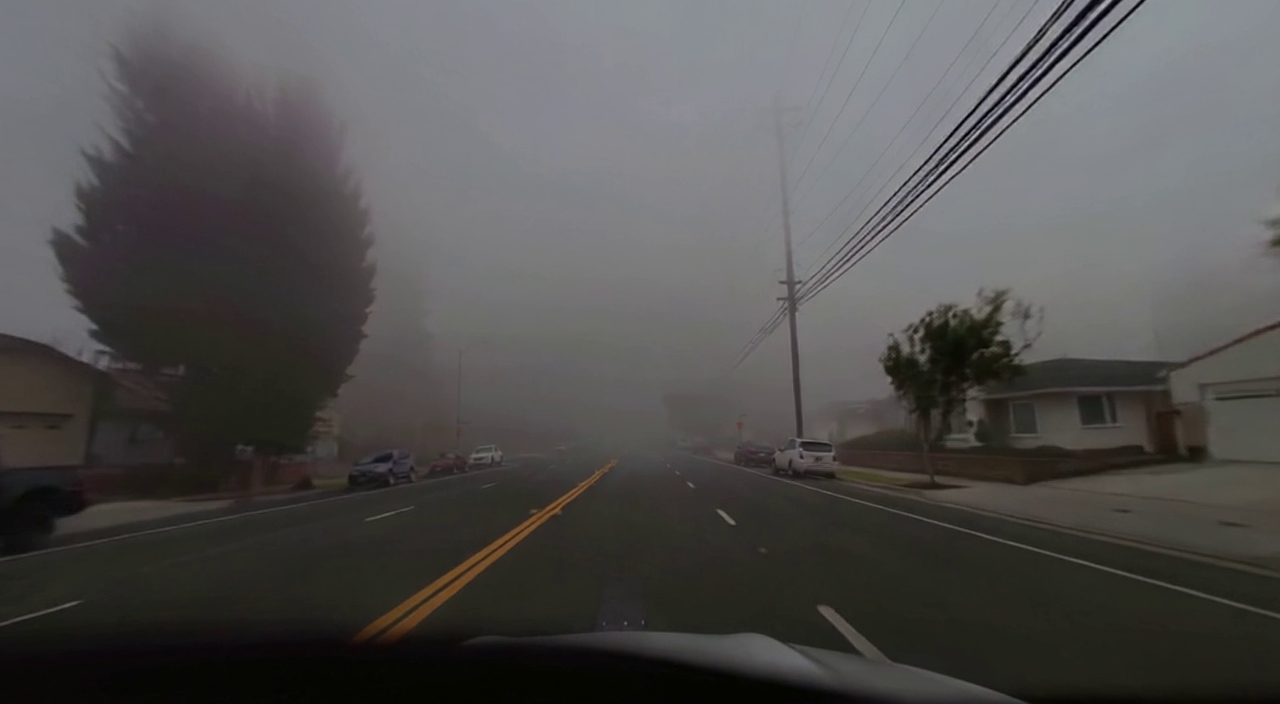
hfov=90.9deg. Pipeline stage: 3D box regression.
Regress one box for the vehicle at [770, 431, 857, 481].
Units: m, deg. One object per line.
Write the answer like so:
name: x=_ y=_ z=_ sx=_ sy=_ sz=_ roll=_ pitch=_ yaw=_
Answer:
vehicle: x=6.911 y=4.193 z=25.663 sx=2.128 sy=1.823 sz=4.834 roll=0 pitch=-8 yaw=0

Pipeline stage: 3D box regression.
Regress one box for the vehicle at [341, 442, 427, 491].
vehicle: x=-10.295 y=4.572 z=25.697 sx=1.974 sy=1.696 sz=4.336 roll=-2 pitch=-8 yaw=-4

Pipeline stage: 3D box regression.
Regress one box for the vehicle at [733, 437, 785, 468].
vehicle: x=6.947 y=5.922 z=37.330 sx=2.194 sy=1.741 sz=4.800 roll=0 pitch=-8 yaw=1

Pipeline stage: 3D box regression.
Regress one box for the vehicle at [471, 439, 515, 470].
vehicle: x=-10.214 y=7.106 z=44.001 sx=1.984 sy=1.762 sz=4.266 roll=-3 pitch=-6 yaw=0

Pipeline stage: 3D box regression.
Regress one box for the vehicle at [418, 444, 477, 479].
vehicle: x=-10.396 y=5.906 z=34.339 sx=1.932 sy=1.472 sz=4.516 roll=-3 pitch=-6 yaw=-2
